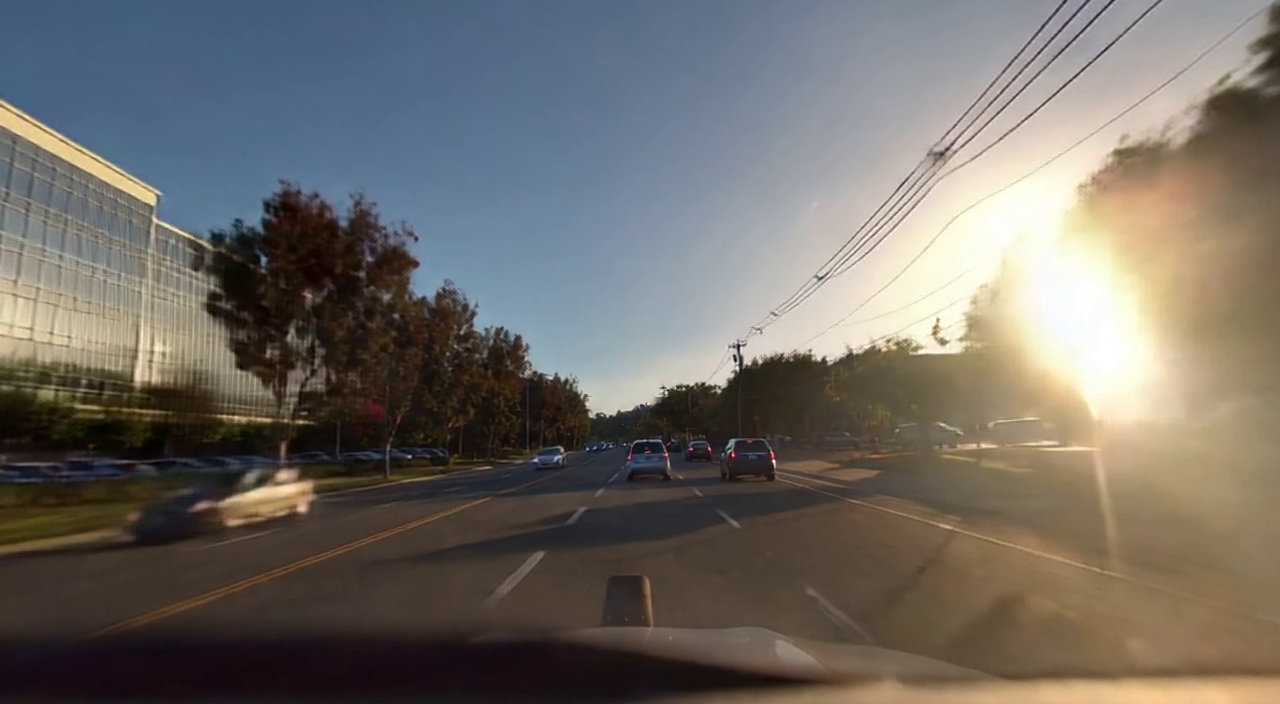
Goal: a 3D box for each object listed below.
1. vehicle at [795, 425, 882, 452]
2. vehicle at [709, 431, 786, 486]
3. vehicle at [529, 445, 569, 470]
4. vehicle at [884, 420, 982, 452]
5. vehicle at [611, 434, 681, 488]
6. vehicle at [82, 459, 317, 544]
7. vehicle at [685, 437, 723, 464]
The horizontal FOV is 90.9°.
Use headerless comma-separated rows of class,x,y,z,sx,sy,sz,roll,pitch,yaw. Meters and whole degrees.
vehicle,15.333,6.695,48.812,5.731,1.720,2.822,-8,-10,31
vehicle,3.583,3.637,21.726,1.914,1.698,4.049,0,-9,0
vehicle,-6.018,7.055,42.231,1.947,1.541,4.280,-1,-9,1
vehicle,16.180,4.696,35.010,4.392,1.709,2.002,0,-9,-1
vehicle,0.220,3.754,22.019,2.200,1.653,4.127,0,-8,1
vehicle,-9.680,3.266,14.476,2.040,1.507,4.598,-1,-8,1
vehicle,4.192,6.533,41.955,2.024,1.711,4.512,0,-8,0
